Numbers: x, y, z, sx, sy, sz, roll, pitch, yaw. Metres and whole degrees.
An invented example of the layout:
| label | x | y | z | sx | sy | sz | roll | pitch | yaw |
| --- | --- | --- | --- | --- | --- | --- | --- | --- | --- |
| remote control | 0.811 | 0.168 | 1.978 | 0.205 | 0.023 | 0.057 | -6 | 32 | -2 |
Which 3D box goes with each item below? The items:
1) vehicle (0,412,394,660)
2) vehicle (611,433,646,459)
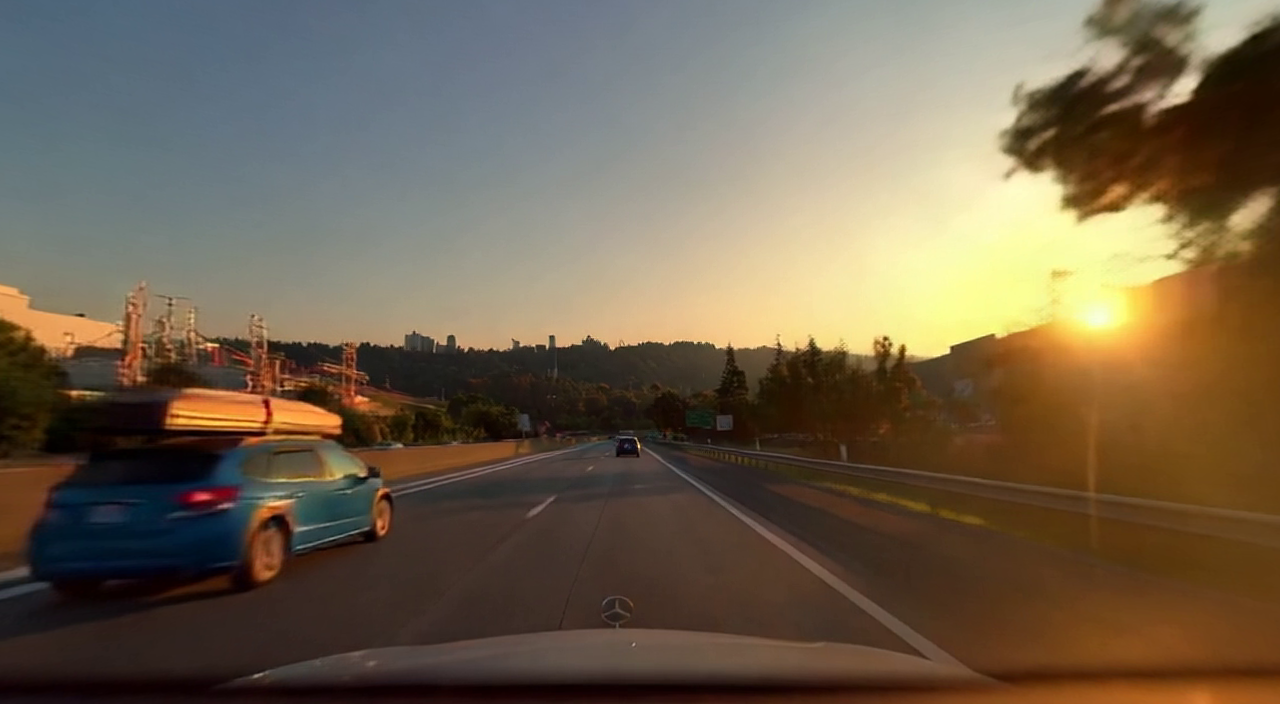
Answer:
| label | x | y | z | sx | sy | sz | roll | pitch | yaw |
| --- | --- | --- | --- | --- | --- | --- | --- | --- | --- |
| vehicle | -4.504 | 1.499 | 6.414 | 2.189 | 1.580 | 4.607 | 0 | -8 | -1 |
| vehicle | -0.771 | 6.047 | 40.710 | 2.151 | 1.618 | 3.898 | 0 | -8 | -1 |
